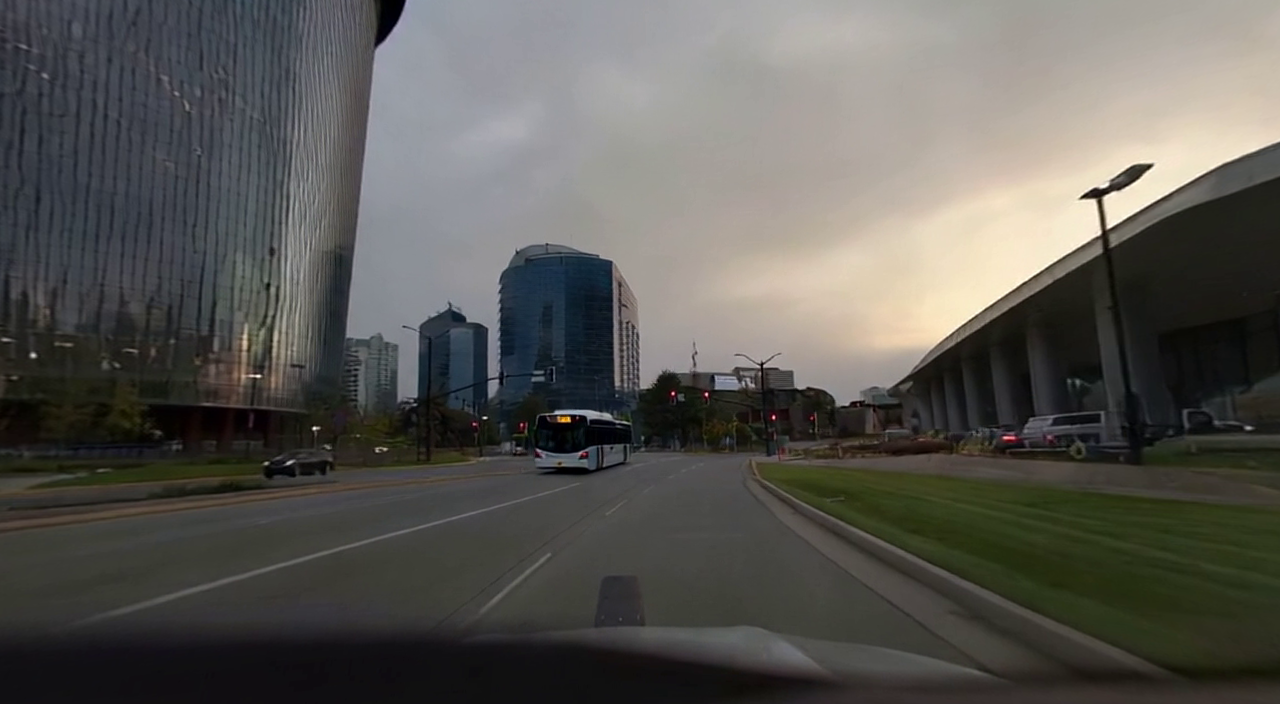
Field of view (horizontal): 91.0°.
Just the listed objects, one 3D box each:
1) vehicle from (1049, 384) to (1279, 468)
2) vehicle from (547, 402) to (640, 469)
[{"bbox_3d":[14.003,1.990,16.621,4.647,1.951,2.304,-2,-9,5],"label":"vehicle"},{"bbox_3d":[-2.596,5.814,42.747,3.148,3.729,14.894,-1,-9,8],"label":"vehicle"}]
